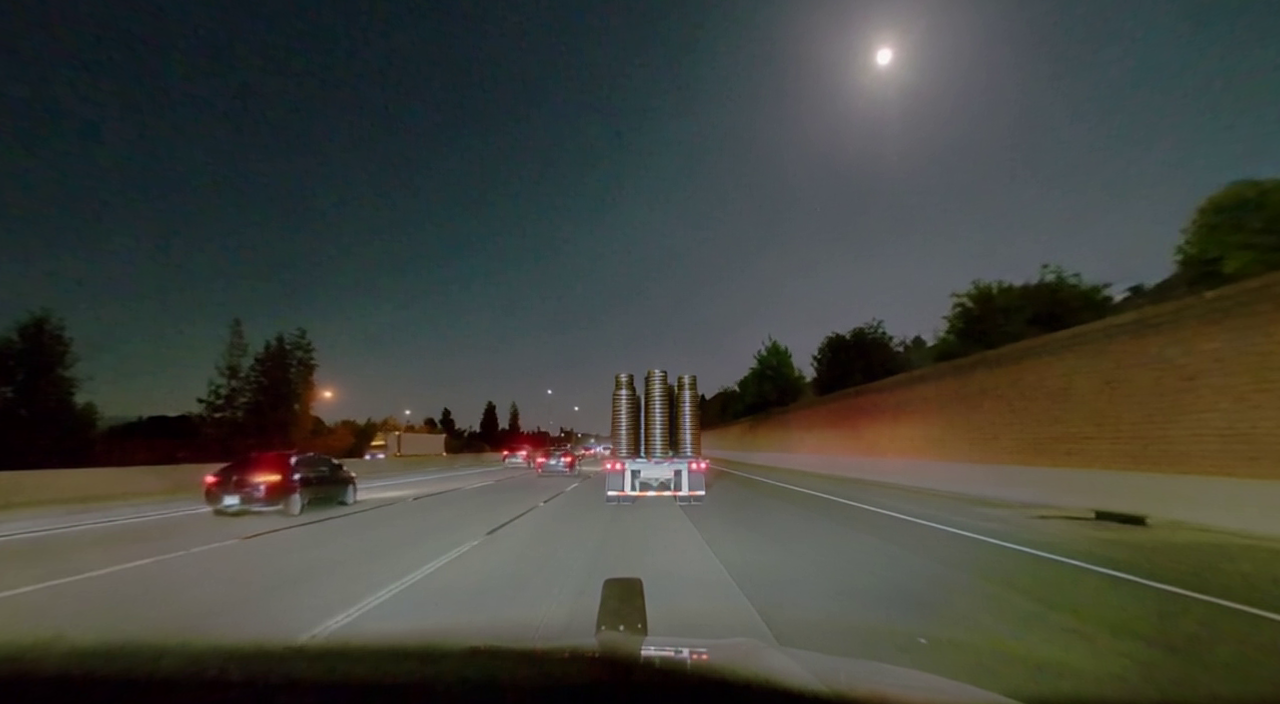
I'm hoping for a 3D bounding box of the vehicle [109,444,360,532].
[{"bbox_3d":[-7.881,2.645,13.011,2.006,1.458,4.700,0,-8,1],"label":"vehicle"}]

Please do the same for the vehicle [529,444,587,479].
[{"bbox_3d":[-3.653,4.959,28.874,1.974,1.475,4.538,0,-8,1],"label":"vehicle"}]

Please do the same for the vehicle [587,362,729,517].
[{"bbox_3d":[0.398,2.344,16.785,2.798,3.071,8.412,0,-8,1],"label":"vehicle"}]

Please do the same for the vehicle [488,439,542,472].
[{"bbox_3d":[-7.490,6.257,38.342,2.164,1.874,5.004,0,-8,0],"label":"vehicle"}]
